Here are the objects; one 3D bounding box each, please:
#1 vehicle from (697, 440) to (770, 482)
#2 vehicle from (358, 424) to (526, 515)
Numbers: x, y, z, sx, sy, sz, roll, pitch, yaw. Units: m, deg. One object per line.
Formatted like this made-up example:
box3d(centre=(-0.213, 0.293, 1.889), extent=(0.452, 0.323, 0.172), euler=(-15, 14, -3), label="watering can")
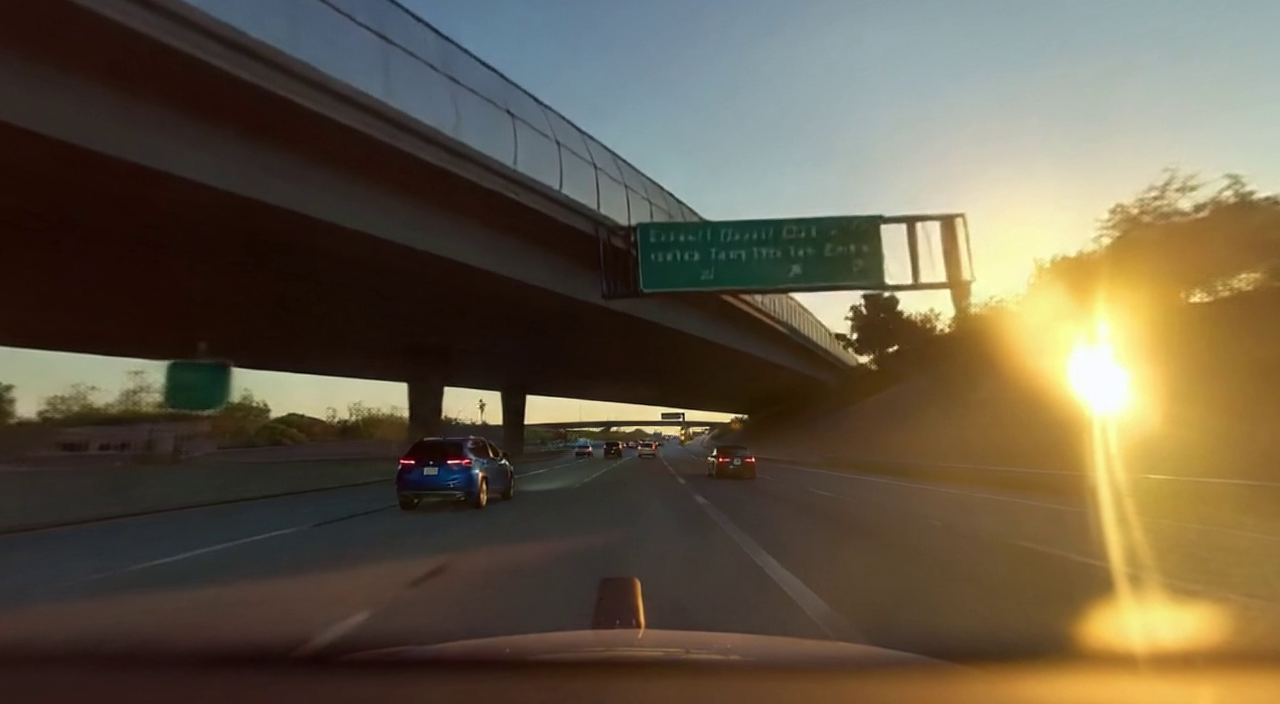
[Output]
box3d(centre=(3.464, 4.124, 24.194), extent=(2.083, 1.453, 4.307), euler=(0, -8, -1), label="vehicle")
box3d(centre=(-3.975, 2.433, 13.550), extent=(2.193, 1.641, 4.077), euler=(0, -8, 1), label="vehicle")
